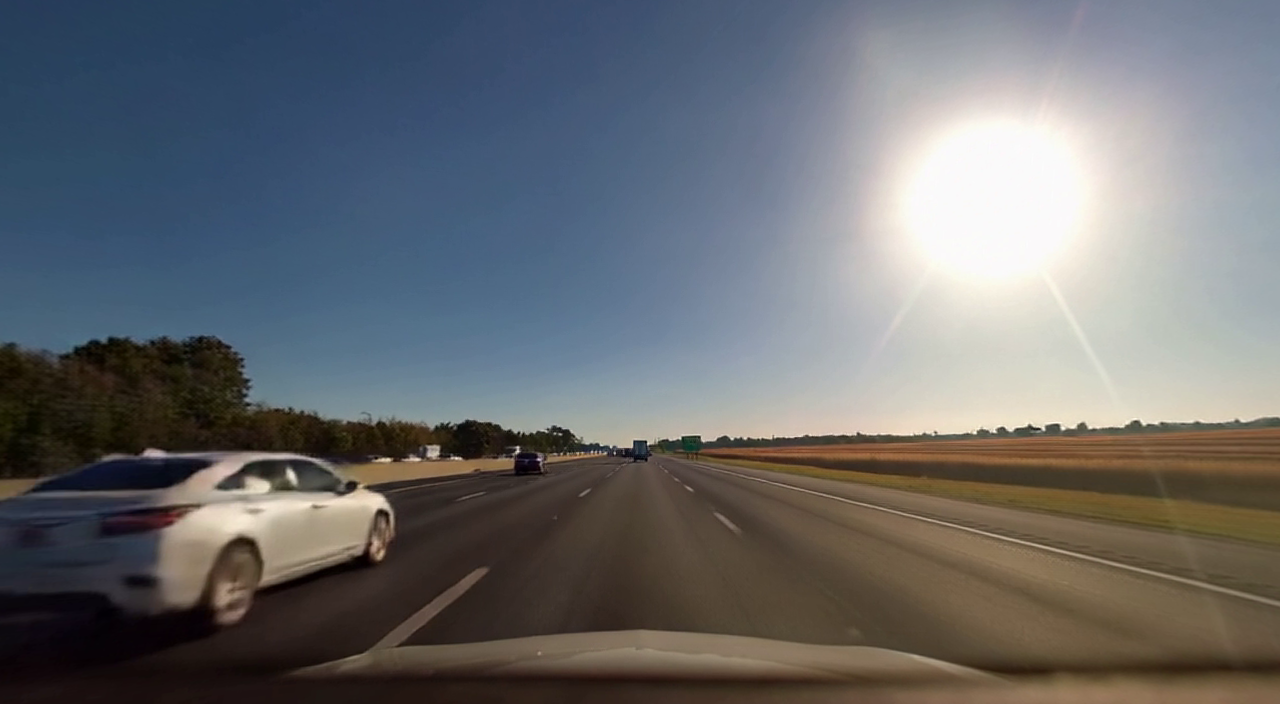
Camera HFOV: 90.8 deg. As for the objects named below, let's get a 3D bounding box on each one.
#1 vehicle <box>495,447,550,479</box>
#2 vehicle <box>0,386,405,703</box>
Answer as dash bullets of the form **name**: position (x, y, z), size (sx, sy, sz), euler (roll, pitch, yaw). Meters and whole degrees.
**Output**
- **vehicle**: position (-6.651, 6.339, 36.244), size (2.234, 1.698, 4.634), euler (0, -9, 1)
- **vehicle**: position (-3.623, 1.272, 4.527), size (2.139, 1.607, 4.378), euler (0, -9, 1)
